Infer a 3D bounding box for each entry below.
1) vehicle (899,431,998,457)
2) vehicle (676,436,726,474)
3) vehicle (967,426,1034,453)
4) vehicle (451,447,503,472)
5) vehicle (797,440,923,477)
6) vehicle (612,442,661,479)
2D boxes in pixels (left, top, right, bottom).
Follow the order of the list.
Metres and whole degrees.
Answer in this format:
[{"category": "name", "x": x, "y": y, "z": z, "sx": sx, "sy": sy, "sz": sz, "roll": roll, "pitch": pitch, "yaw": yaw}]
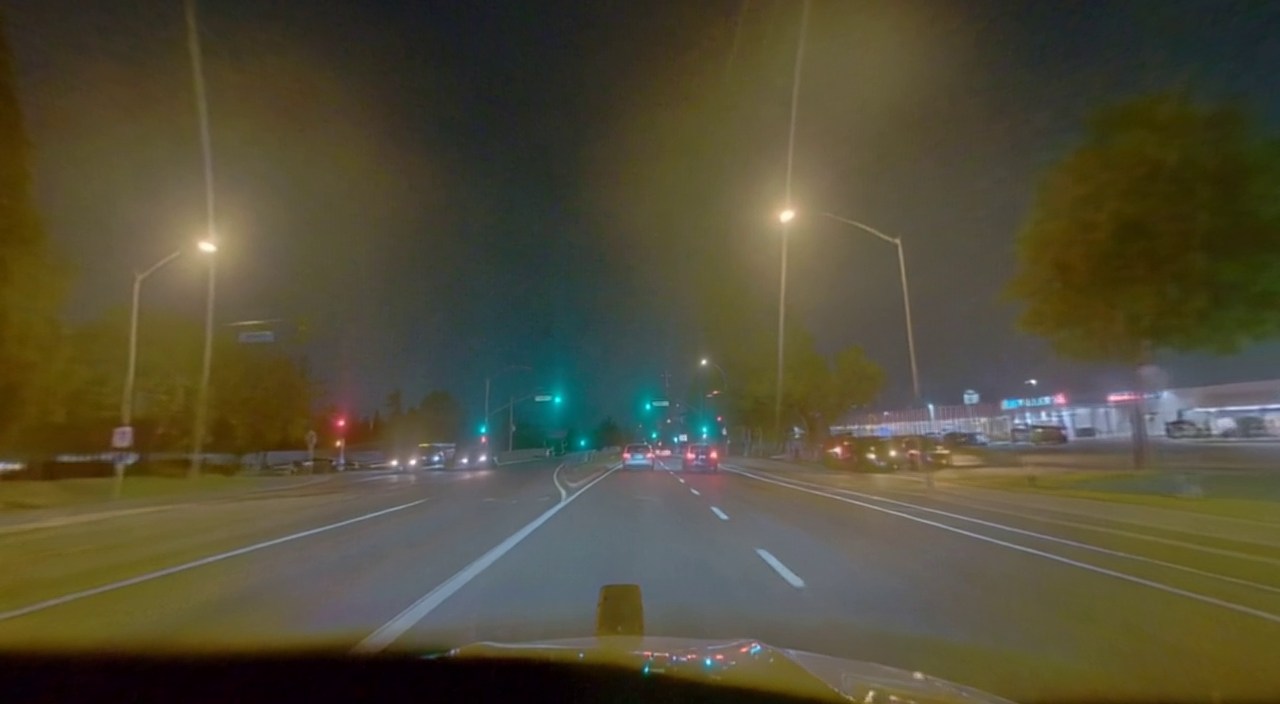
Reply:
[{"category": "vehicle", "x": 18.183, "y": 5.456, "z": 37.407, "sx": 4.793, "sy": 1.470, "sz": 1.961, "roll": 0, "pitch": -9, "yaw": 1}, {"category": "vehicle", "x": 3.014, "y": 5.225, "z": 32.218, "sx": 2.046, "sy": 1.768, "sz": 4.370, "roll": 0, "pitch": -9, "yaw": -1}, {"category": "vehicle", "x": 23.979, "y": 5.840, "z": 42.205, "sx": 1.956, "sy": 1.626, "sz": 4.151, "roll": 1, "pitch": -8, "yaw": 0}, {"category": "vehicle", "x": -10.129, "y": 6.715, "z": 39.561, "sx": 2.033, "sy": 1.439, "sz": 4.567, "roll": 0, "pitch": -9, "yaw": 0}, {"category": "vehicle", "x": 9.302, "y": 4.555, "z": 27.062, "sx": 4.662, "sy": 1.495, "sz": 1.998, "roll": -1, "pitch": -9, "yaw": 5}, {"category": "vehicle", "x": -0.149, "y": 4.624, "z": 27.163, "sx": 1.917, "sy": 1.418, "sz": 3.987, "roll": 0, "pitch": -9, "yaw": 0}]
